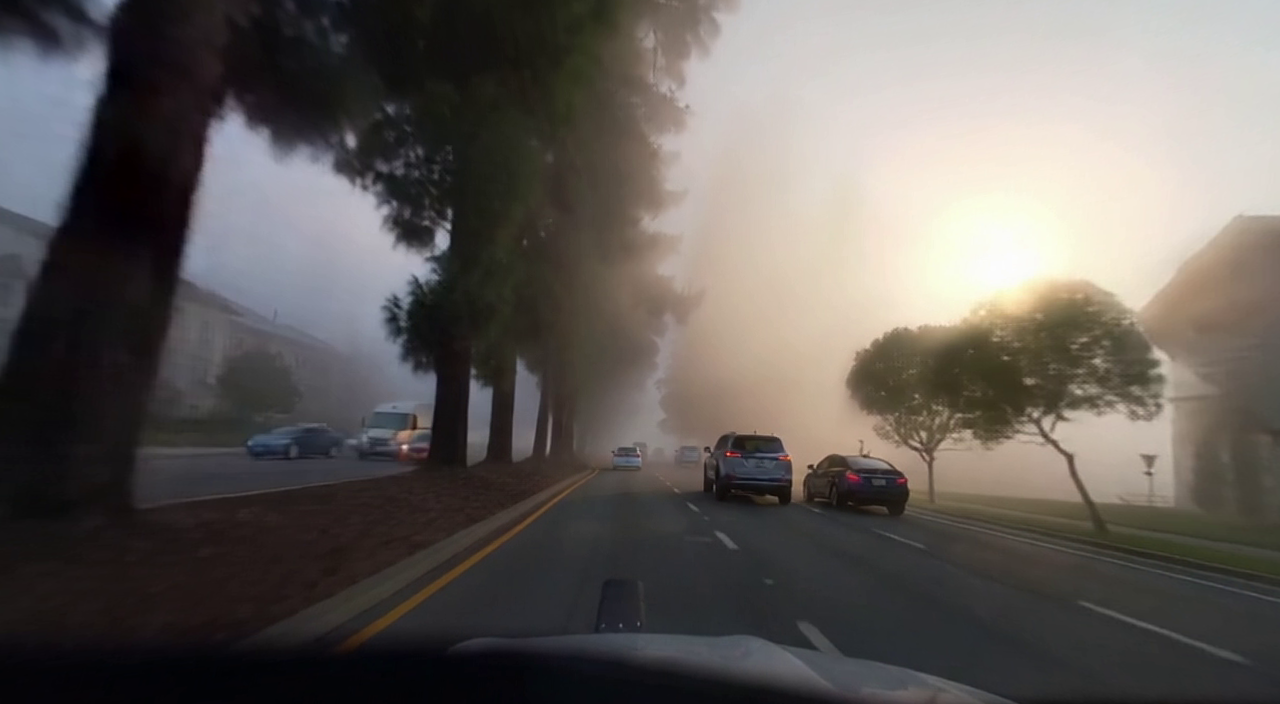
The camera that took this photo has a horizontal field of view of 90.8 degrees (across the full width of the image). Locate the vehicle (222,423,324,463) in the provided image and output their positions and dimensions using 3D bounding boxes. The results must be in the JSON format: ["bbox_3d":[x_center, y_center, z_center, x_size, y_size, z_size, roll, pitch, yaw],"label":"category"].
[{"bbox_3d":[-15.669,3.901,27.257,1.770,1.461,4.336,4,-8,0],"label":"vehicle"}]

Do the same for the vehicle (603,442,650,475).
[{"bbox_3d":[-0.624,5.147,30.764,2.119,1.460,3.847,0,-9,0],"label":"vehicle"}]

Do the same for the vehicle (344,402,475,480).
[{"bbox_3d":[-11.581,4.360,33.181,2.947,3.206,10.111,0,-3,1],"label":"vehicle"}]

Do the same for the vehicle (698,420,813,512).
[{"bbox_3d":[2.814,2.875,16.334,2.035,1.940,4.299,3,-9,-1],"label":"vehicle"}]

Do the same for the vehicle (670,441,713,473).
[{"bbox_3d":[2.796,5.845,35.374,1.922,1.708,4.126,0,-9,-2],"label":"vehicle"}]

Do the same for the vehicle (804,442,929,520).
[{"bbox_3d":[6.270,3.565,18.010,1.913,1.777,4.269,5,-9,-1],"label":"vehicle"}]

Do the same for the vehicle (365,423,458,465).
[{"bbox_3d":[-8.906,3.652,25.090,1.981,1.514,4.323,0,-8,1],"label":"vehicle"}]
